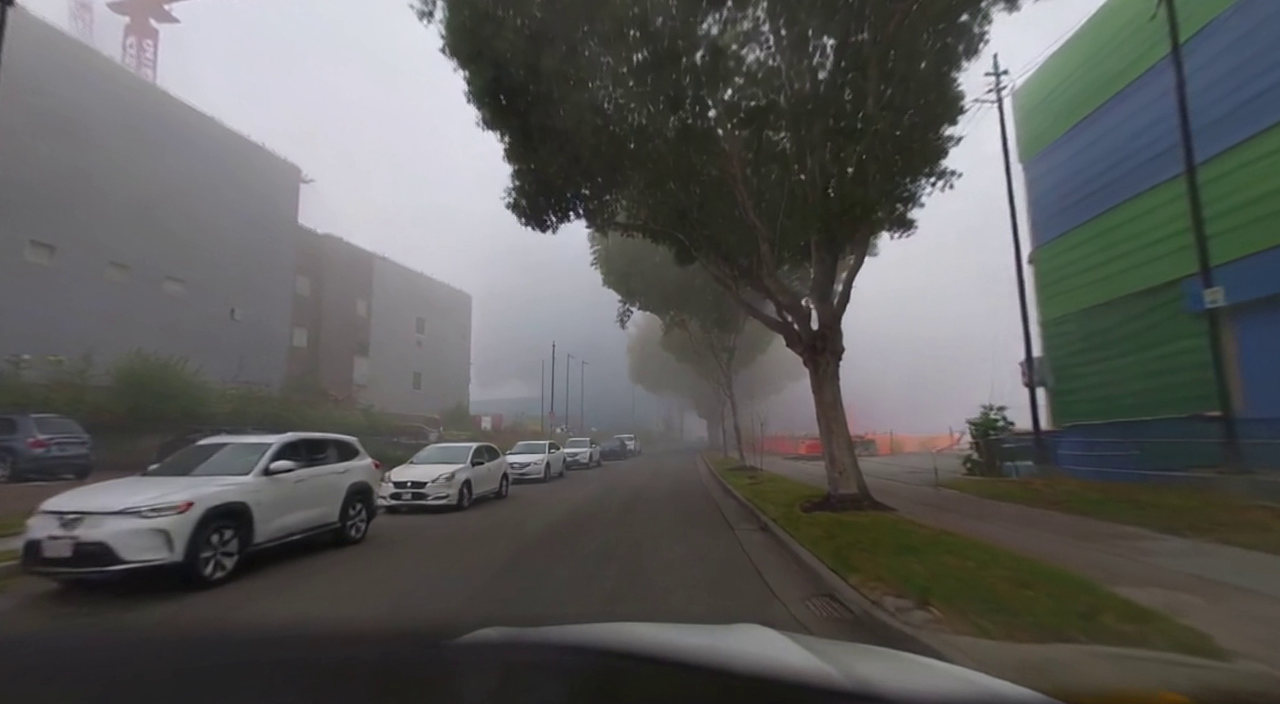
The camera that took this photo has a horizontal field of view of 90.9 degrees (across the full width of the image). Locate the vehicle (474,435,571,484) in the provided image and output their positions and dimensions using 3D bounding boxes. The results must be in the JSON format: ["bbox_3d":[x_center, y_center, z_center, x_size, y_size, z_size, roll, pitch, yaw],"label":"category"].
[{"bbox_3d":[-3.649,3.419,20.514,1.996,1.411,4.370,-1,-8,5],"label":"vehicle"}]

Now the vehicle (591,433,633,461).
[{"bbox_3d":[-1.654,5.824,38.937,1.980,1.635,4.153,-1,-8,6],"label":"vehicle"}]

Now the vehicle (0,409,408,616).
[{"bbox_3d":[-4.511,1.546,7.122,1.913,1.620,3.982,-1,-8,6],"label":"vehicle"}]

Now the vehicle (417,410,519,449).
[{"bbox_3d":[-11.269,5.103,41.484,6.039,2.449,2.273,-2,-8,10],"label":"vehicle"}]

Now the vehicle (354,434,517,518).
[{"bbox_3d":[-4.012,2.455,13.116,1.806,1.451,3.878,-1,-8,5],"label":"vehicle"}]
